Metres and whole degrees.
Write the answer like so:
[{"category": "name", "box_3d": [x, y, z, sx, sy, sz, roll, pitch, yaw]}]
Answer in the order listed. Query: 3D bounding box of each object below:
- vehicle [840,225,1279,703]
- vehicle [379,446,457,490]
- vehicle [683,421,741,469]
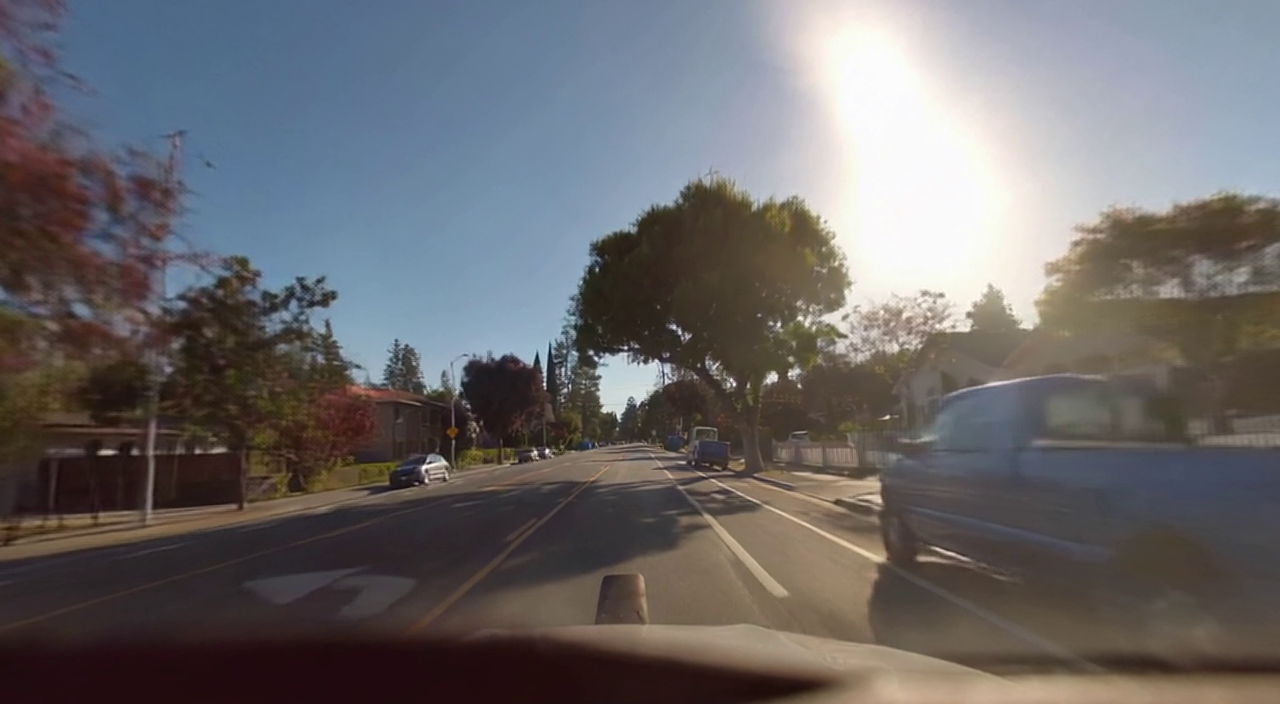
[{"category": "vehicle", "box_3d": [3.704, 1.055, 4.989, 2.504, 2.114, 6.073, 3, -8, 3]}, {"category": "vehicle", "box_3d": [-11.202, 5.845, 32.311, 2.301, 1.855, 4.983, -4, -8, -2]}, {"category": "vehicle", "box_3d": [3.894, 5.209, 35.348, 2.459, 2.452, 5.731, 0, -8, -1]}]
